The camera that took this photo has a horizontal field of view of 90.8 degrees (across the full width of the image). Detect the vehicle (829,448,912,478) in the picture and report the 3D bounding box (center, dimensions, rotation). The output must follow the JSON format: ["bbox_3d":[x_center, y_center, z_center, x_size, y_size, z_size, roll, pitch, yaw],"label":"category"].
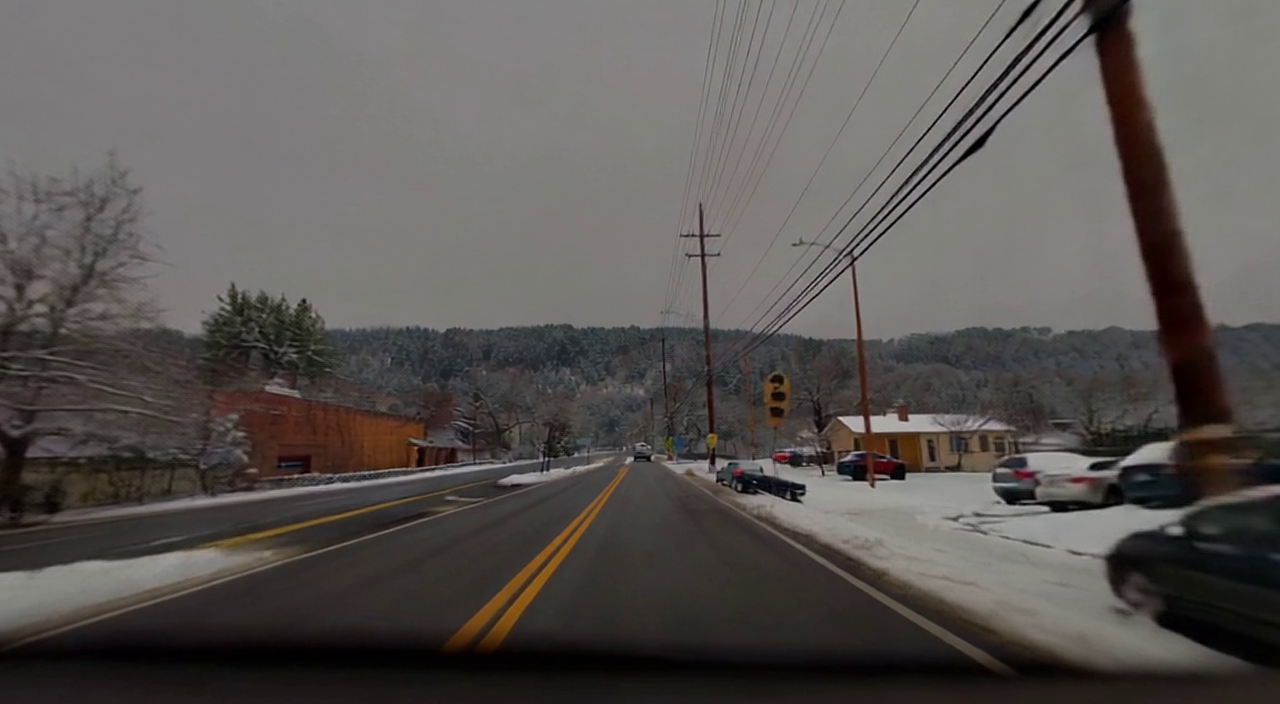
[{"bbox_3d":[15.500,7.465,42.694,4.798,1.934,1.908,0,-9,1],"label":"vehicle"}]

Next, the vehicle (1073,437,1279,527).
[{"bbox_3d":[14.914,3.393,16.772,4.982,1.869,2.265,-4,-11,0],"label":"vehicle"}]

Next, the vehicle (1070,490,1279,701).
[{"bbox_3d":[6.060,2.083,5.444,1.926,1.497,3.988,0,-9,1],"label":"vehicle"}]

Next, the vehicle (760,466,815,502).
[{"bbox_3d":[6.874,6.197,29.855,1.781,1.432,4.169,-1,-9,2],"label":"vehicle"}]
